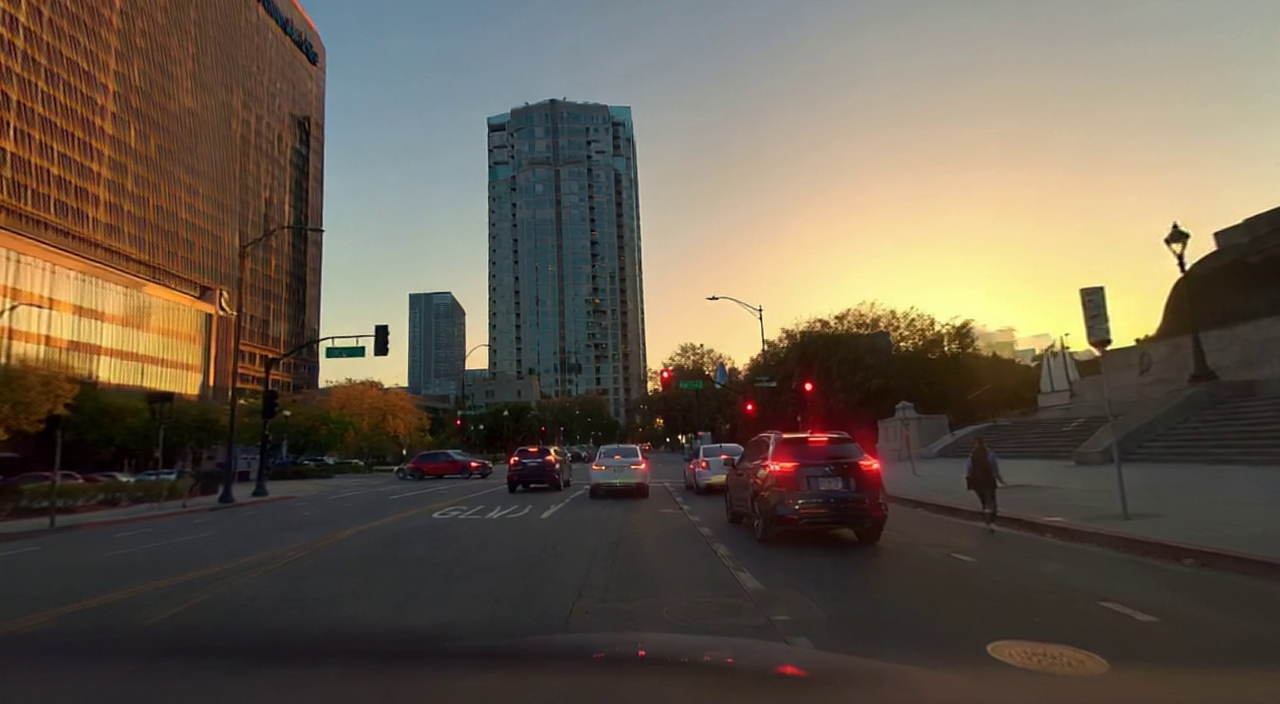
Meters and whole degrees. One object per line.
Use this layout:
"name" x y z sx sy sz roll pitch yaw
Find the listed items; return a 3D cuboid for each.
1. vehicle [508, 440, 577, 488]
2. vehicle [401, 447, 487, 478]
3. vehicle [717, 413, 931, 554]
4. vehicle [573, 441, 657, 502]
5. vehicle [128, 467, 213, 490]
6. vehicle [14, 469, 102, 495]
"vehicle" -3.608 4.243 24.206 2.045 1.633 4.864 0 -9 -2
"vehicle" -11.947 6.747 38.664 4.855 1.769 2.071 3 -9 -18
"vehicle" 2.620 2.022 10.354 2.096 1.775 4.440 0 -9 -1
"vehicle" -0.646 3.282 17.785 2.096 1.492 4.071 0 -9 -1
"vehicle" -32.436 8.729 43.705 4.392 1.427 1.764 0 -9 0
"vehicle" -40.234 8.992 43.739 4.224 1.622 1.808 0 -9 -1
